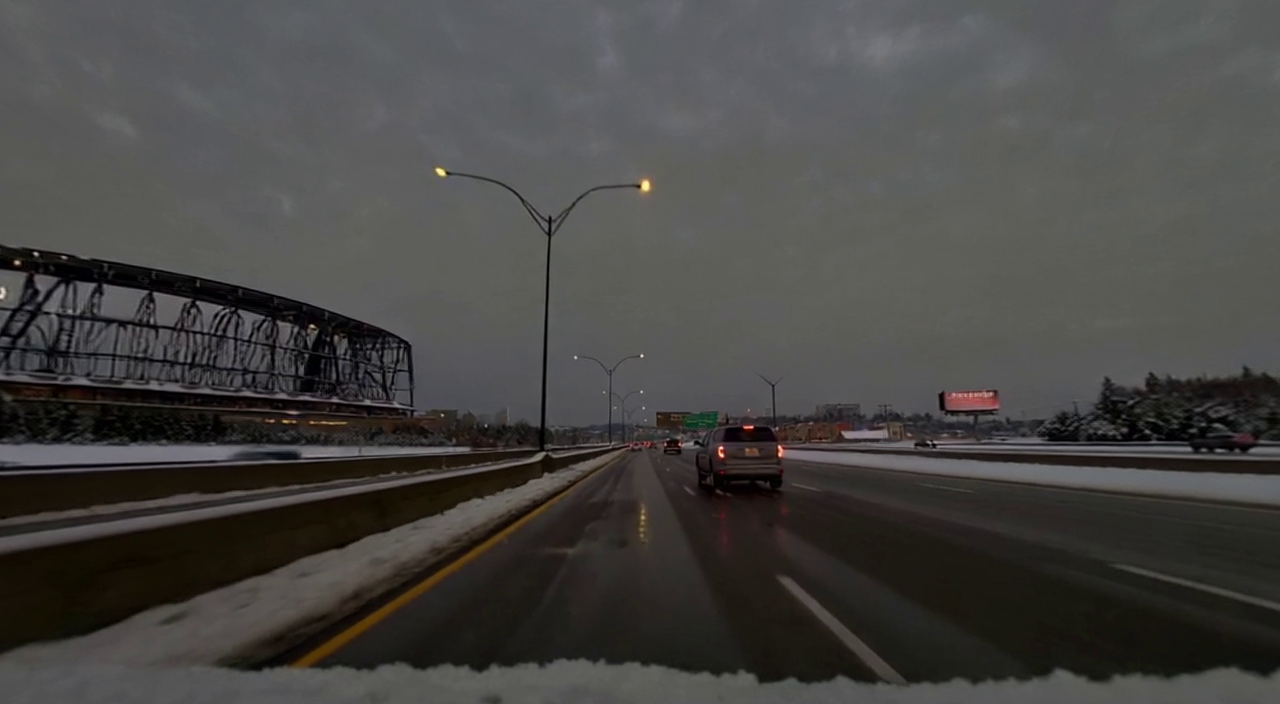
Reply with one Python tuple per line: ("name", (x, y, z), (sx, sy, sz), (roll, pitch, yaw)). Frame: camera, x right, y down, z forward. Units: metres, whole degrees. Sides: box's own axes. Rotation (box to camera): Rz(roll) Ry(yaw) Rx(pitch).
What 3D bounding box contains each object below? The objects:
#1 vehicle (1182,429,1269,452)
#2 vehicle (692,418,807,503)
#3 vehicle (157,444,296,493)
("vehicle", (41.051, 6.259, 44.452), (1.792, 1.508, 4.486), (0, -9, -1))
("vehicle", (2.821, 2.970, 17.565), (2.199, 2.002, 4.970), (0, -9, -1))
("vehicle", (-14.473, 4.077, 22.474), (1.875, 1.527, 4.456), (0, -9, 1))
